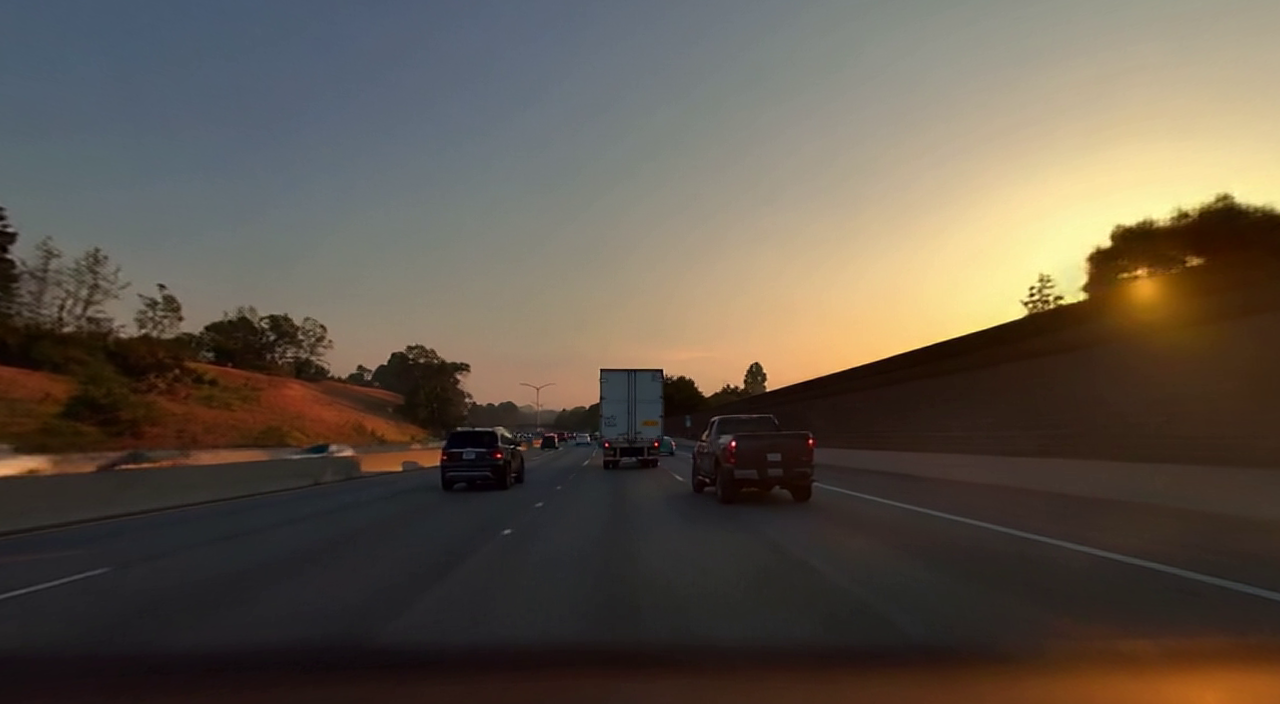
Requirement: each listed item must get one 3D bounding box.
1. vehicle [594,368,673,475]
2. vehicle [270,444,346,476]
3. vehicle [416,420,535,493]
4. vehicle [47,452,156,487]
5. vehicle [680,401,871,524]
[{"bbox_3d":[-0.566,3.264,28.452,2.904,3.915,10.473,0,-8,-4],"label":"vehicle"},{"bbox_3d":[-16.665,5.422,31.795,1.791,1.467,3.923,0,-8,-2],"label":"vehicle"},{"bbox_3d":[-4.343,2.833,17.437,2.134,1.752,4.375,0,-8,0],"label":"vehicle"},{"bbox_3d":[-28.092,6.132,33.015,1.863,1.577,4.445,0,-8,-1],"label":"vehicle"},{"bbox_3d":[2.216,1.992,11.965,2.118,1.832,4.901,1,-8,-5],"label":"vehicle"}]
